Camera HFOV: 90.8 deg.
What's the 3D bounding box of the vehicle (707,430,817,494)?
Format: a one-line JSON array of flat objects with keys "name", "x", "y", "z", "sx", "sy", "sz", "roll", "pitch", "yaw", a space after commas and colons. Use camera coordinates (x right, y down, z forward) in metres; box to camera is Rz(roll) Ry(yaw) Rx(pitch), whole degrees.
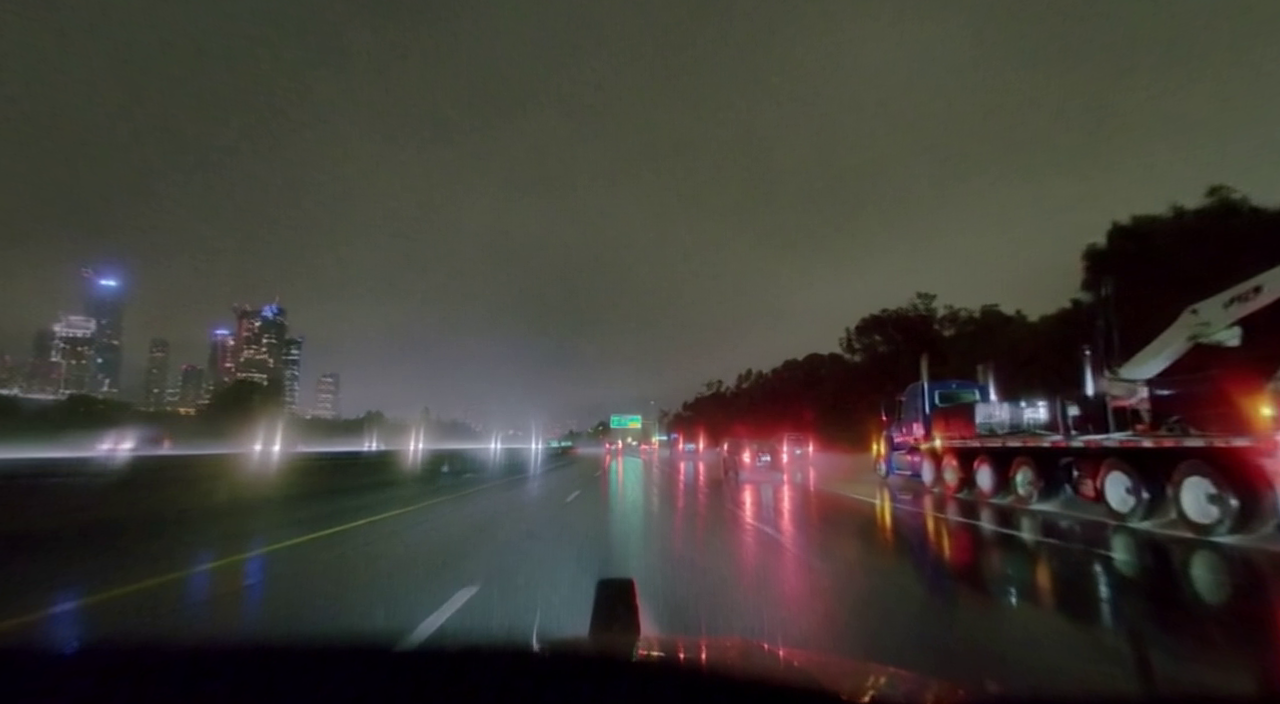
[{"name": "vehicle", "x": 3.574, "y": 3.328, "z": 19.489, "sx": 2.305, "sy": 1.729, "sz": 4.526, "roll": 0, "pitch": -8, "yaw": -2}]
